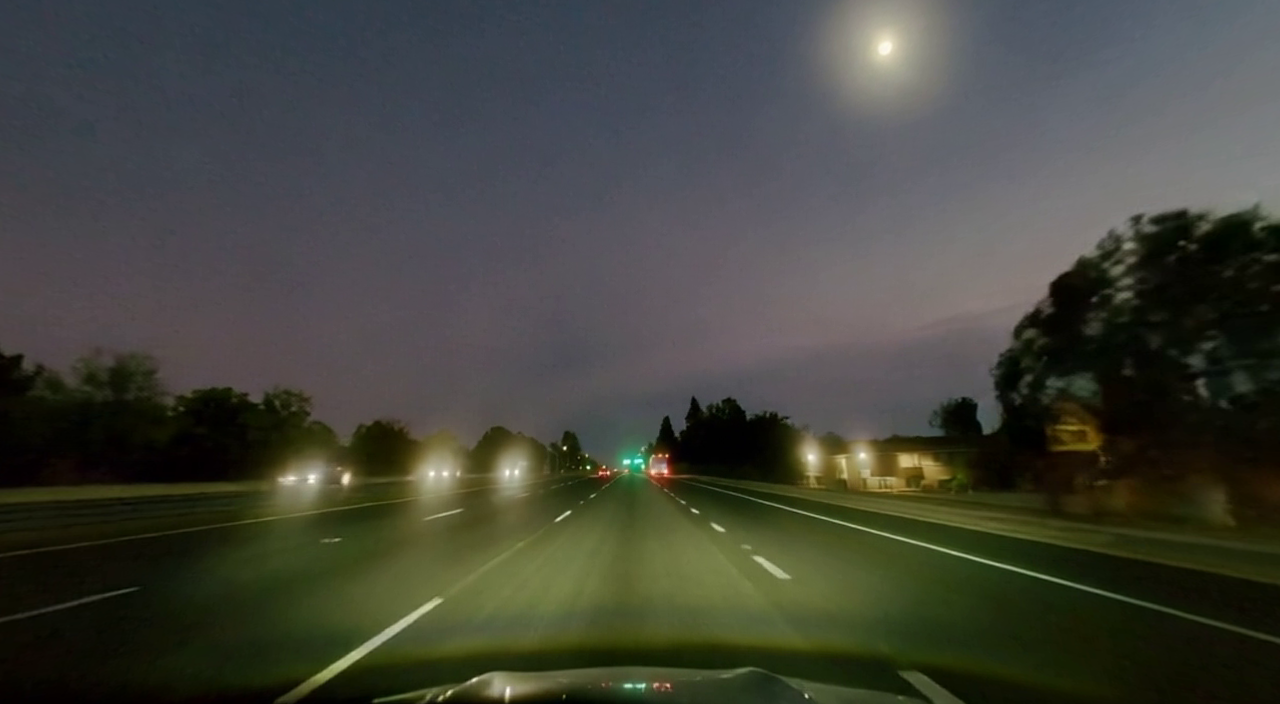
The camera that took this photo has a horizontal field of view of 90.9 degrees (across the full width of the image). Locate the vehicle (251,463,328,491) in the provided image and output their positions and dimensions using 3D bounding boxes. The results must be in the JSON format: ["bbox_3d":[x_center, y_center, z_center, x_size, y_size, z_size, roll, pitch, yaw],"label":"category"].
[{"bbox_3d":[-19.189,6.868,34.737,1.855,1.446,4.114,0,-11,0],"label":"vehicle"}]
